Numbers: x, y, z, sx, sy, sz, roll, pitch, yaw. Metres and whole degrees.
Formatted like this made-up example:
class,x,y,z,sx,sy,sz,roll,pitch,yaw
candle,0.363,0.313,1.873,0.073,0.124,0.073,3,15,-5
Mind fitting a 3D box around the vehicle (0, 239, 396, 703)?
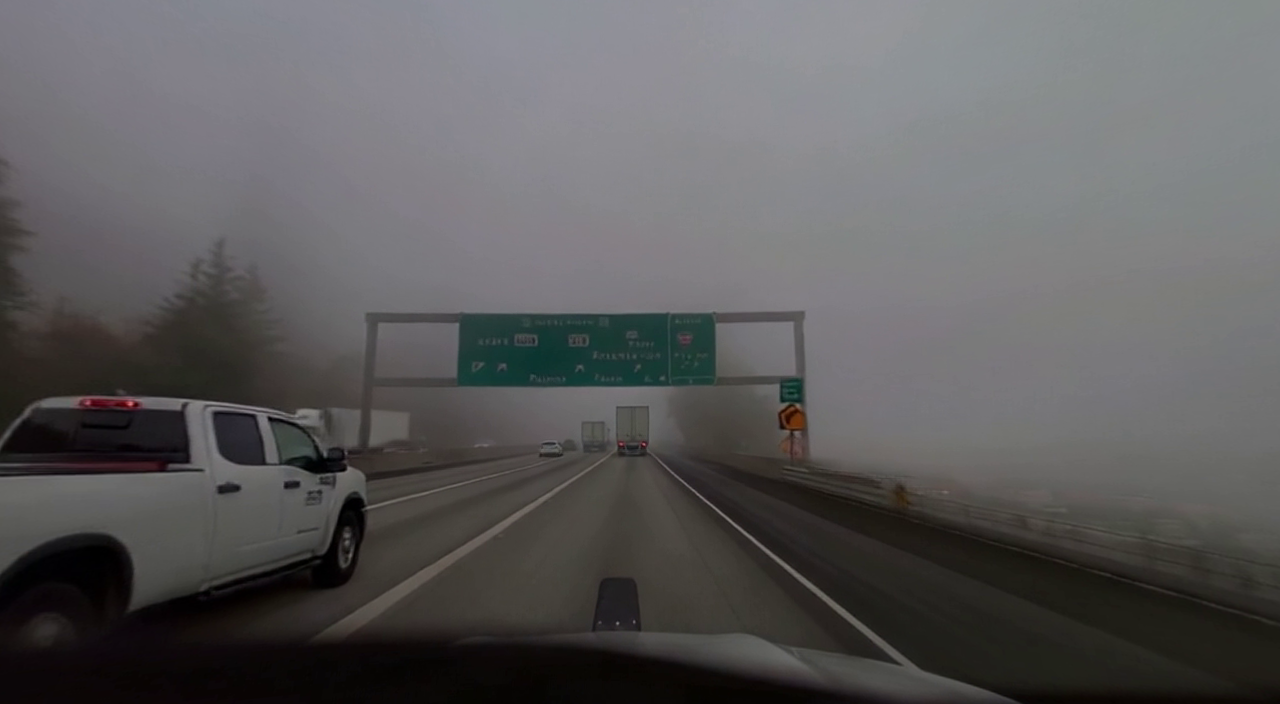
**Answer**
class,x,y,z,sx,sy,sz,roll,pitch,yaw
vehicle,-3.493,0.815,3.725,2.223,2.045,4.798,0,-8,-1
